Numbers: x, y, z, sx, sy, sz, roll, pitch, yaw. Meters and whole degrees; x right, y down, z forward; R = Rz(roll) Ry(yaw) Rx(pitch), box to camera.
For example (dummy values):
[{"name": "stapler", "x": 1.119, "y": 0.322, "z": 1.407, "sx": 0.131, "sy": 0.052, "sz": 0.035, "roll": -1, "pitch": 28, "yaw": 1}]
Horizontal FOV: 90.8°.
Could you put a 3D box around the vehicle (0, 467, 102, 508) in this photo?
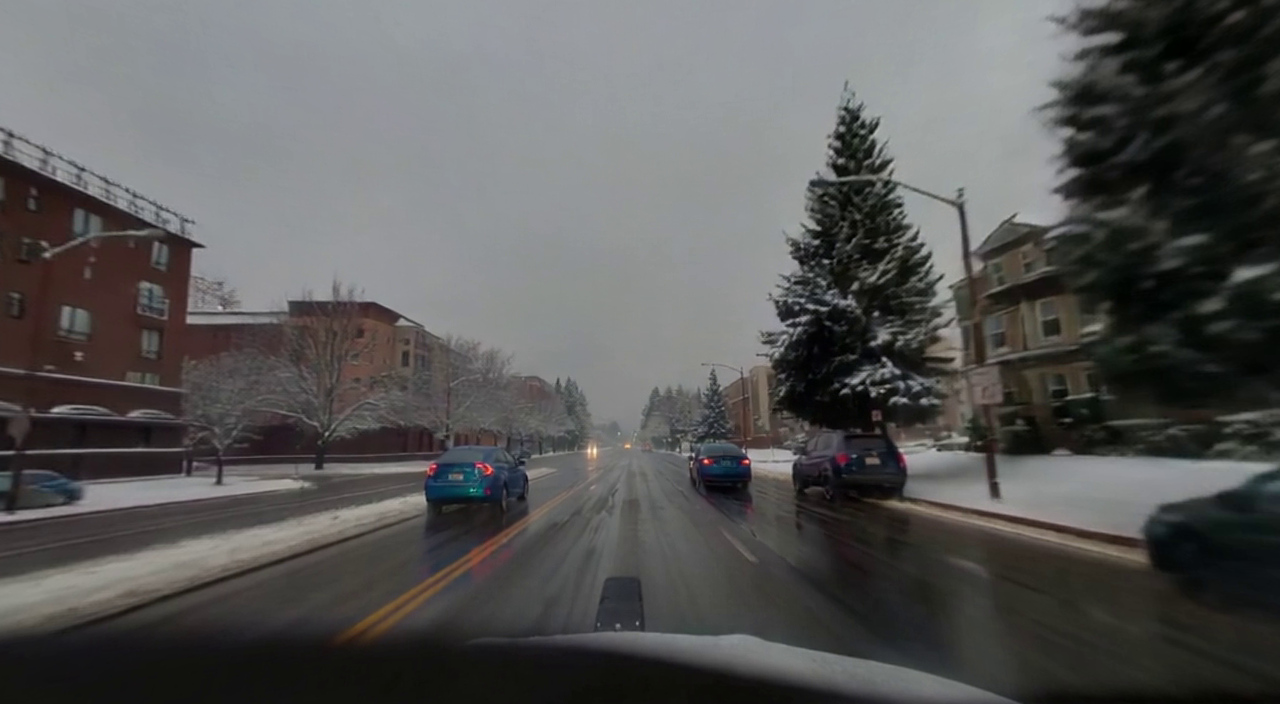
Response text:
[{"name": "vehicle", "x": -24.144, "y": 5.246, "z": 24.679, "sx": 4.451, "sy": 1.445, "sz": 1.945, "roll": 0, "pitch": -9, "yaw": 1}]

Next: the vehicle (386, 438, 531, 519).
[{"name": "vehicle", "x": -3.853, "y": 2.754, "z": 14.277, "sx": 2.062, "sy": 1.527, "sz": 4.044, "roll": 0, "pitch": -9, "yaw": 0}]

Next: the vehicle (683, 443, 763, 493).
[{"name": "vehicle", "x": 2.585, "y": 3.749, "z": 20.847, "sx": 1.978, "sy": 1.471, "sz": 4.426, "roll": 0, "pitch": -9, "yaw": -1}]

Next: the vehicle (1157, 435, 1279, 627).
[{"name": "vehicle", "x": 5.909, "y": 1.198, "z": 3.661, "sx": 1.905, "sy": 1.471, "sz": 4.596, "roll": 0, "pitch": -9, "yaw": 0}]

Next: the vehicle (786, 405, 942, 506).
[{"name": "vehicle", "x": 6.012, "y": 2.880, "z": 17.887, "sx": 2.394, "sy": 2.400, "sz": 5.209, "roll": 0, "pitch": -9, "yaw": -1}]
